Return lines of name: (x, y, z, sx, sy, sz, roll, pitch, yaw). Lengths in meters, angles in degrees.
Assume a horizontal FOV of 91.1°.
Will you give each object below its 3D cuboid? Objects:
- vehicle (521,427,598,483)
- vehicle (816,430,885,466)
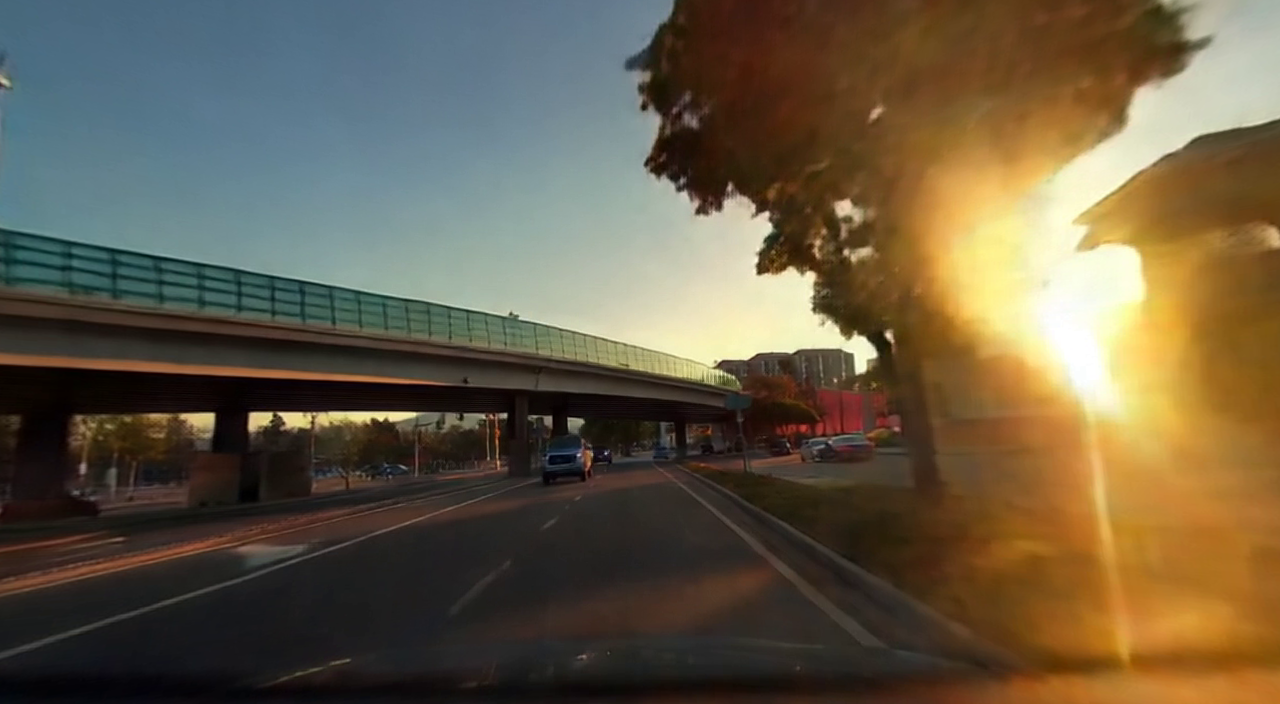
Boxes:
vehicle: (-3.918, 5.203, 32.015, 2.967, 2.369, 6.635, -3, -8, 0)
vehicle: (11.307, 5.192, 34.072, 2.051, 1.534, 4.466, -8, -8, -1)
